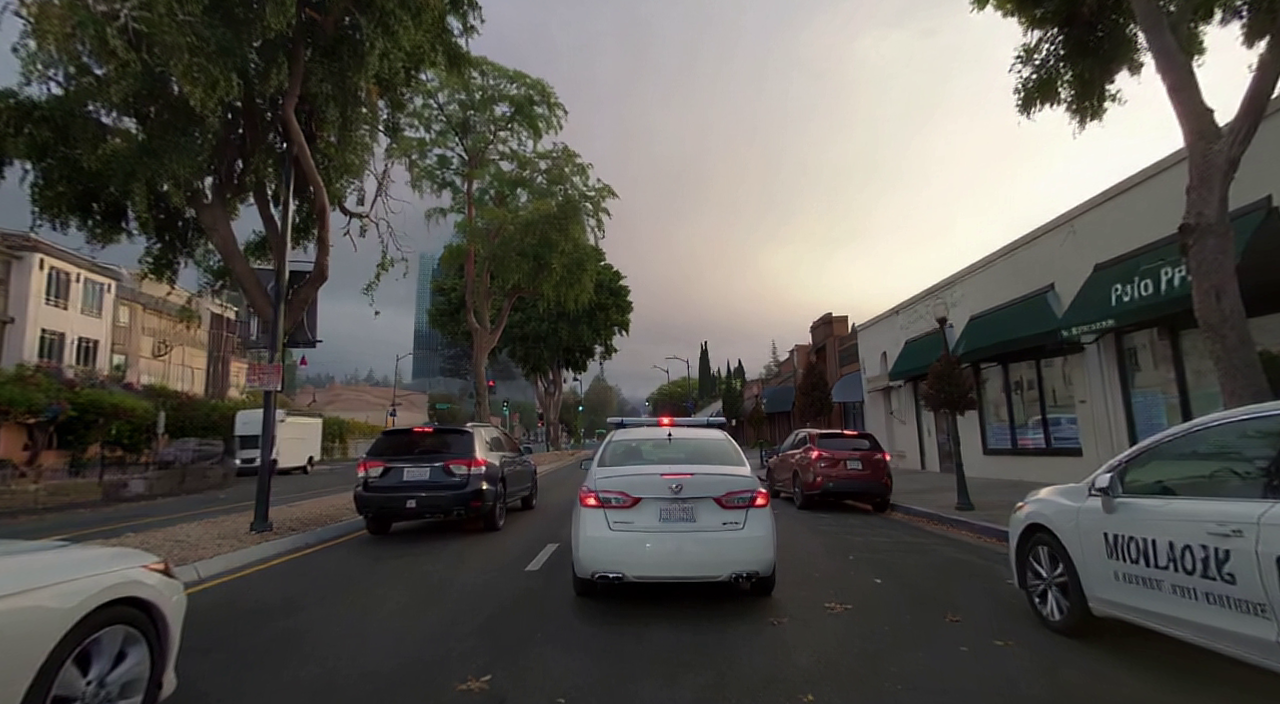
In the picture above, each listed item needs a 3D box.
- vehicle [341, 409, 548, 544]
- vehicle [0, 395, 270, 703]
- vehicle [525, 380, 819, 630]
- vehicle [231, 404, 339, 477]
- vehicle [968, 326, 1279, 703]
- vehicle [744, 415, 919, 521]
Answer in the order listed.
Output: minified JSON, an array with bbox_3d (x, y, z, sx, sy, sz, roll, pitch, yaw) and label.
[{"bbox_3d":[-2.971,2.020,10.822,2.135,1.806,4.514,0,-8,-1],"label":"vehicle"},{"bbox_3d":[-2.921,0.764,1.179,1.908,1.474,4.257,0,-8,-1],"label":"vehicle"},{"bbox_3d":[0.217,1.382,6.567,2.075,1.770,4.018,0,-8,0],"label":"vehicle"},{"bbox_3d":[-14.546,3.689,26.142,2.117,2.762,3.938,0,-8,-1],"label":"vehicle"},{"bbox_3d":[4.047,0.902,3.264,1.987,1.877,5.330,2,-8,2],"label":"vehicle"},{"bbox_3d":[4.023,2.565,14.531,2.038,1.865,5.786,2,-9,-2],"label":"vehicle"}]
